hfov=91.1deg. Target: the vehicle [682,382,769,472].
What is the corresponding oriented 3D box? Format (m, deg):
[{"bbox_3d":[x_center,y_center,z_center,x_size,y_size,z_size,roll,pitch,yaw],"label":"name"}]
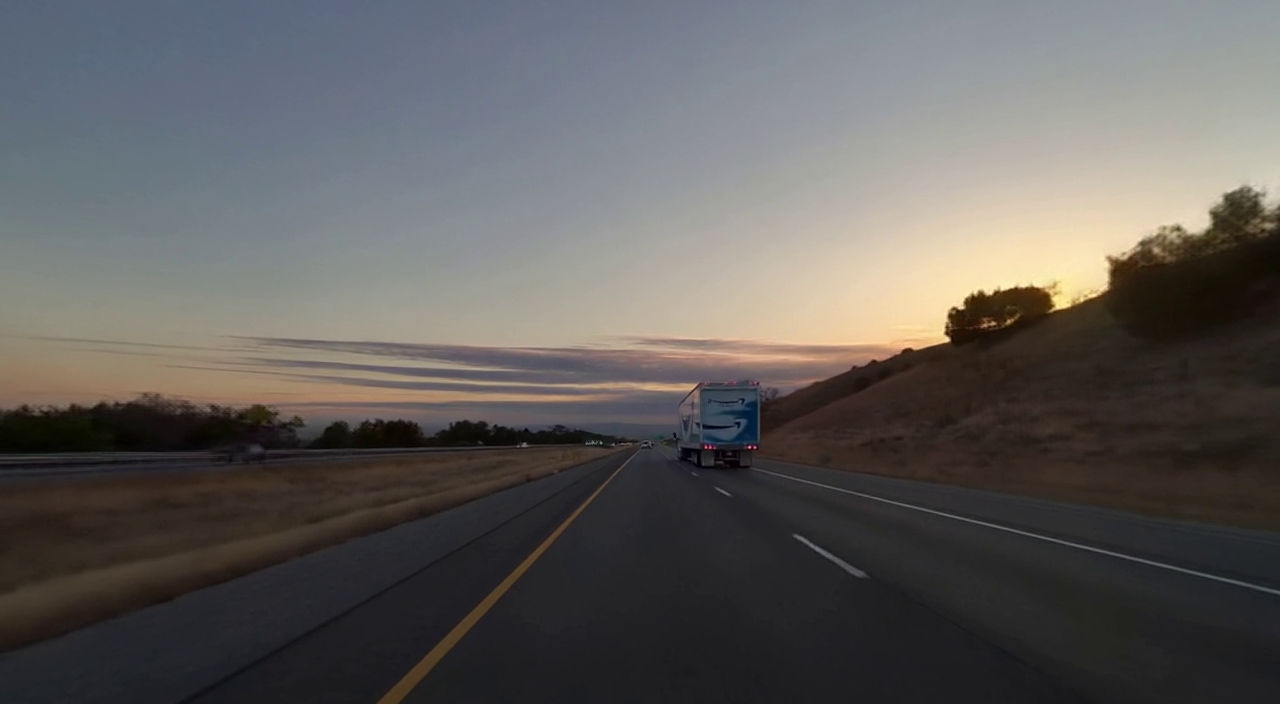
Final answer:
[{"bbox_3d":[4.687,4.854,38.906,3.190,4.365,16.625,0,-8,0],"label":"vehicle"}]
